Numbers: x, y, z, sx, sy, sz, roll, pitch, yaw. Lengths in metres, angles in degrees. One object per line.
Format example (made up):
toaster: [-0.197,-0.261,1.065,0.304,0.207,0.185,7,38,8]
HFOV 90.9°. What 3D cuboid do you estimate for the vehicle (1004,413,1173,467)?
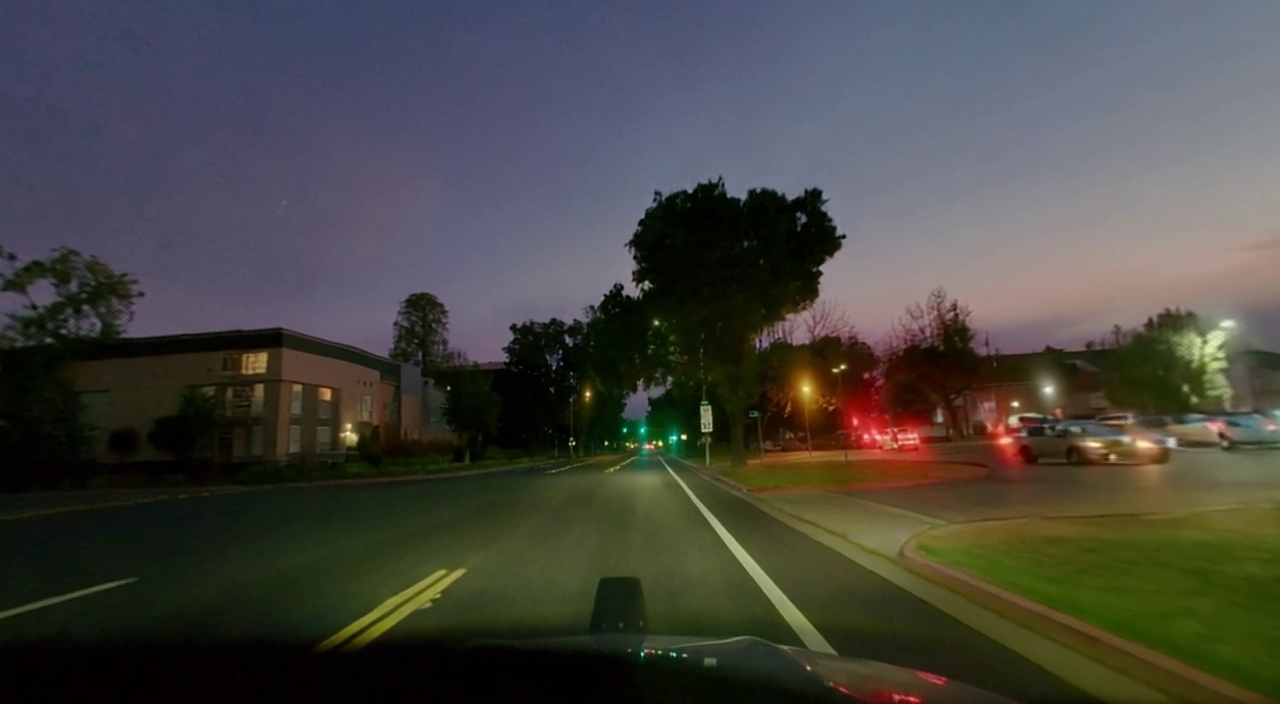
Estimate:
vehicle: [13.723,2.762,19.713,1.927,1.464,4.644,0,-8,1]

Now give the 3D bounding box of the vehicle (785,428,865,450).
vehicle: [12.723,6.012,43.602,4.955,1.489,2.002,0,-8,2]

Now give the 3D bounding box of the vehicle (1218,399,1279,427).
vehicle: [40.601,3.972,40.744,1.932,1.631,4.750,0,-8,0]
